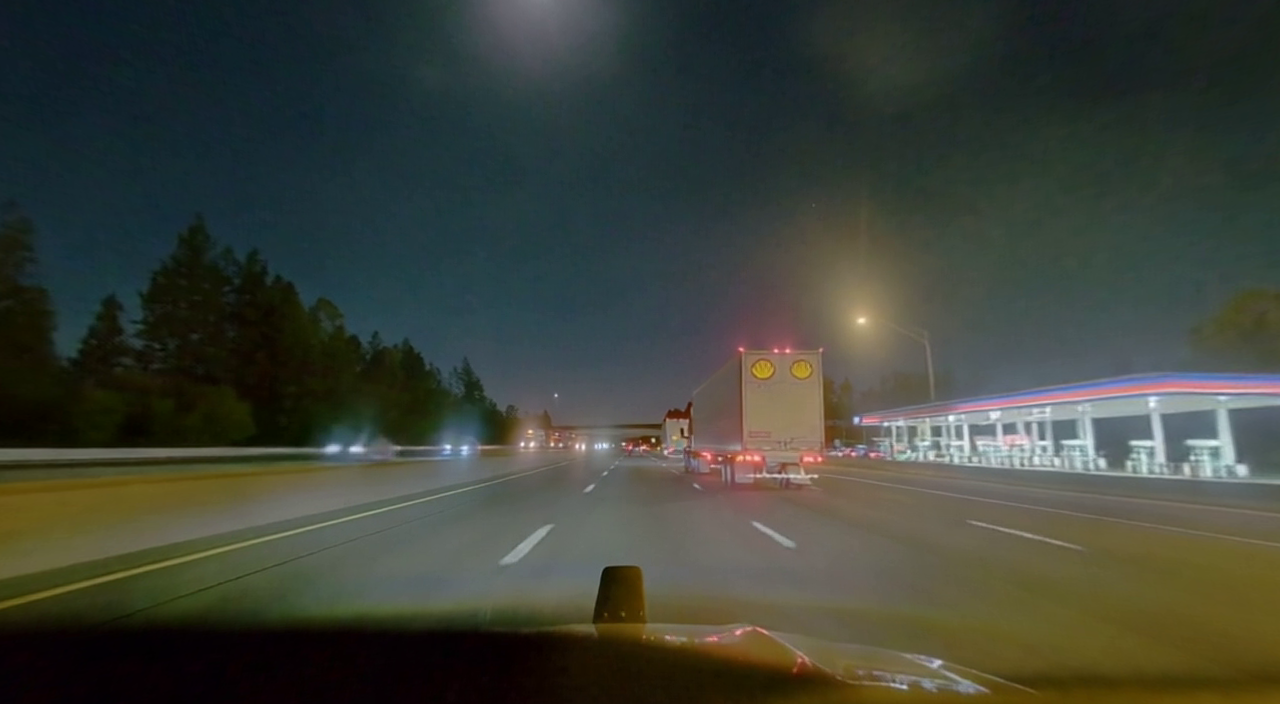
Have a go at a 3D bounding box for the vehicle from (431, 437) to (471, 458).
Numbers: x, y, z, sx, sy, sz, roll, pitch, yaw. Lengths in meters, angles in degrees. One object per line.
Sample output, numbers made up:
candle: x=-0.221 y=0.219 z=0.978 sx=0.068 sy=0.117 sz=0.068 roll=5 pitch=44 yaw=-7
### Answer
vehicle: x=-13.078 y=6.649 z=43.815 sx=1.719 sy=1.433 sz=3.631 roll=0 pitch=-9 yaw=-1

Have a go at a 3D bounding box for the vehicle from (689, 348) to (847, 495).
vehicle: x=3.983 y=2.906 z=24.106 sx=2.922 sy=3.987 sz=14.038 roll=0 pitch=-9 yaw=-1

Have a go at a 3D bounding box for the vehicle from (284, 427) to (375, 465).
vehicle: x=-12.759 y=3.895 z=26.163 sx=1.804 sy=1.444 sz=3.850 roll=0 pitch=-9 yaw=-1
